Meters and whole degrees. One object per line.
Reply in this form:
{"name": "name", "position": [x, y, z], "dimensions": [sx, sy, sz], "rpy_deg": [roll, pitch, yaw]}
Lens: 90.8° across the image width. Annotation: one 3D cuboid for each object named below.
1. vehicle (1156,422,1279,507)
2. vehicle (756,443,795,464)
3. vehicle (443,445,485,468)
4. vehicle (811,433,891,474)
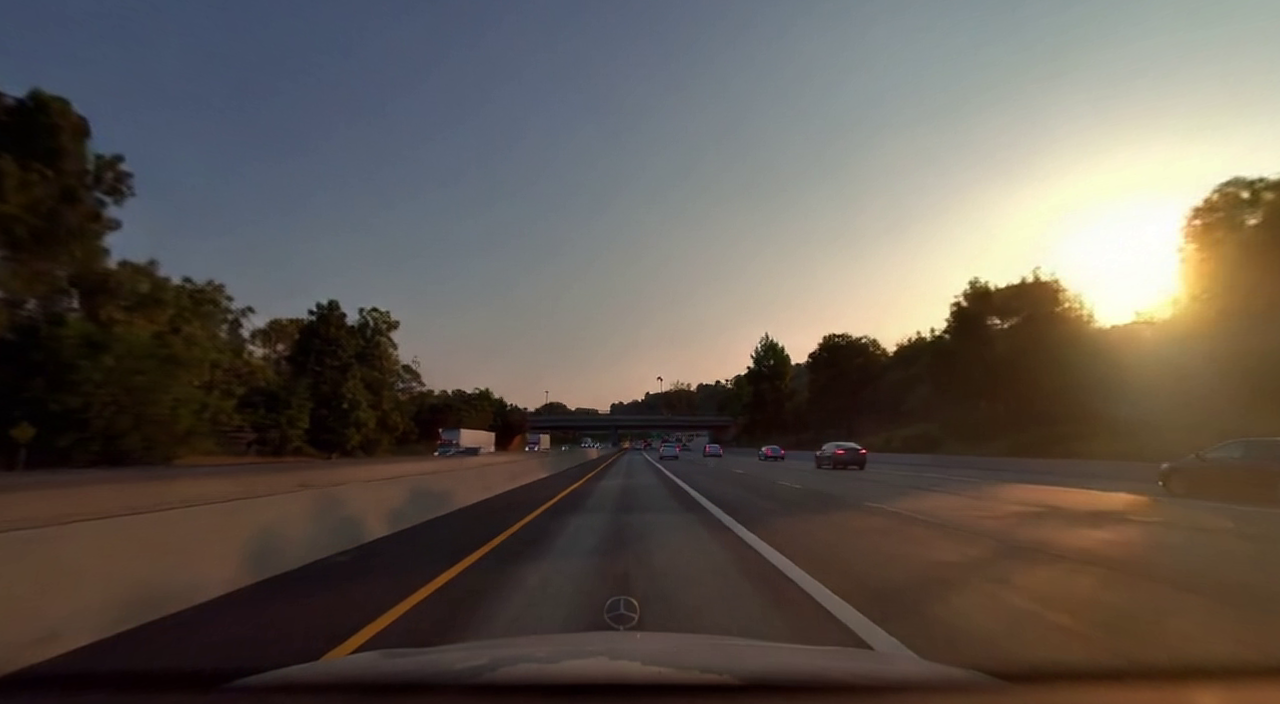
{"name": "vehicle", "position": [14.011, 2.403, 13.640], "dimensions": [1.957, 1.709, 4.387], "rpy_deg": [0, -9, -1]}
{"name": "vehicle", "position": [10.299, 7.758, 48.367], "dimensions": [1.931, 1.479, 4.183], "rpy_deg": [0, -9, -2]}
{"name": "vehicle", "position": [-12.995, 7.705, 46.840], "dimensions": [1.936, 1.573, 4.320], "rpy_deg": [0, -9, -1]}
{"name": "vehicle", "position": [9.961, 4.838, 30.255], "dimensions": [2.098, 1.820, 4.505], "rpy_deg": [0, -9, -2]}
